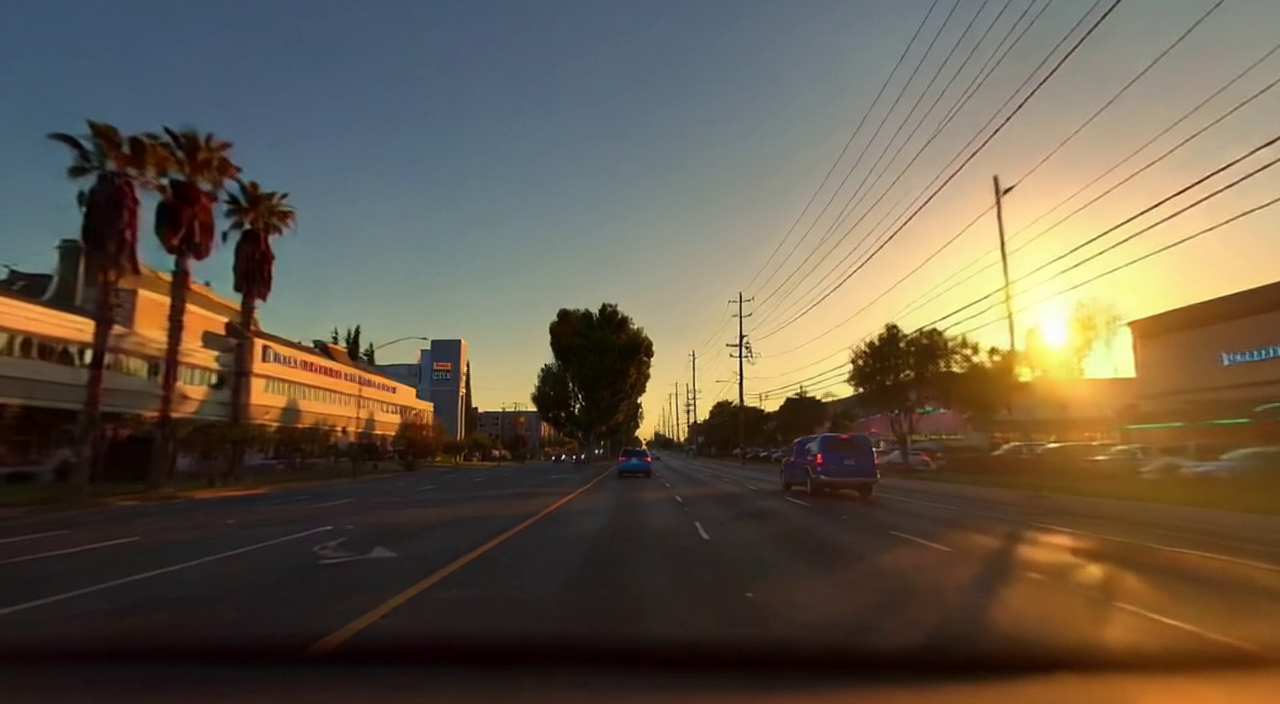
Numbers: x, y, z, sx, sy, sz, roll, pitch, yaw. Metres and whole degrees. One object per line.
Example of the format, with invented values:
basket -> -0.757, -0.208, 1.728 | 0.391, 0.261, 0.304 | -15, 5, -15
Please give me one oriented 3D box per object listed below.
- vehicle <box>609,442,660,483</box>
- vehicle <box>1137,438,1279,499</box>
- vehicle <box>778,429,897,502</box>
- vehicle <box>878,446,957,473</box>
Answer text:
vehicle -> -0.246, 4.936, 28.342 | 2.138, 1.672, 4.168 | 0, -9, 0
vehicle -> 17.721, 3.335, 18.323 | 4.605, 1.459, 1.968 | -4, -9, 4
vehicle -> 5.803, 3.387, 19.201 | 2.107, 1.928, 4.471 | 0, -9, 0
vehicle -> 17.604, 6.840, 40.037 | 4.008, 1.432, 1.913 | -4, -9, 0
